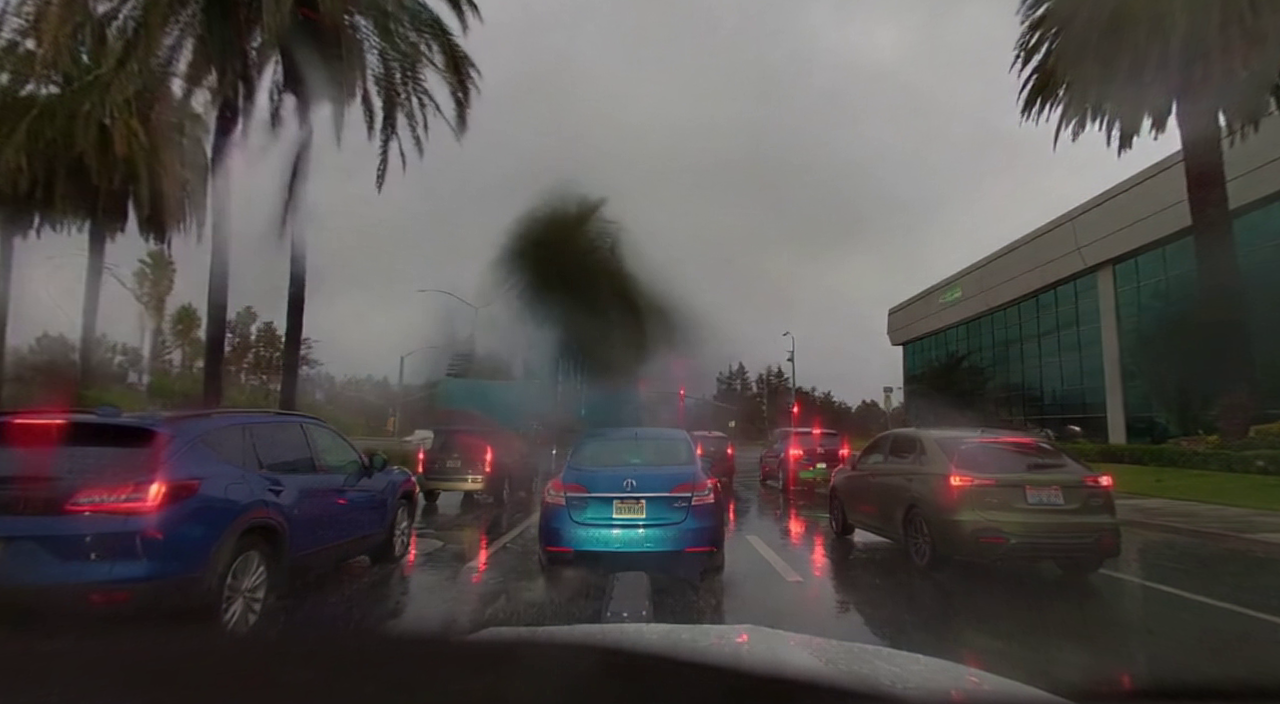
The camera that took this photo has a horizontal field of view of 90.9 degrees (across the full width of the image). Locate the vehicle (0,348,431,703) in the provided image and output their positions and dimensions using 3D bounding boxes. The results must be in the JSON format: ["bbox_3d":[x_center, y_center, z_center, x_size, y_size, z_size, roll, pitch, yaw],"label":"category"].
[{"bbox_3d":[-3.547,1.178,5.405,2.014,1.775,4.404,0,-8,-1],"label":"vehicle"}]

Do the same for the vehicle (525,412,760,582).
[{"bbox_3d":[-0.036,1.691,8.180,2.219,1.586,4.321,0,-8,-2],"label":"vehicle"}]

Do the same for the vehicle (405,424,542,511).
[{"bbox_3d":[-3.465,2.470,13.895,1.917,1.631,3.768,0,-8,1],"label":"vehicle"}]

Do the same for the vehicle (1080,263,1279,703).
[{"bbox_3d":[2.982,0.443,0.362,2.117,1.879,4.715,0,-8,2],"label":"vehicle"}]

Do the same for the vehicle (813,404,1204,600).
[{"bbox_3d":[3.838,1.634,7.776,2.064,1.696,4.431,0,-8,-1],"label":"vehicle"}]
